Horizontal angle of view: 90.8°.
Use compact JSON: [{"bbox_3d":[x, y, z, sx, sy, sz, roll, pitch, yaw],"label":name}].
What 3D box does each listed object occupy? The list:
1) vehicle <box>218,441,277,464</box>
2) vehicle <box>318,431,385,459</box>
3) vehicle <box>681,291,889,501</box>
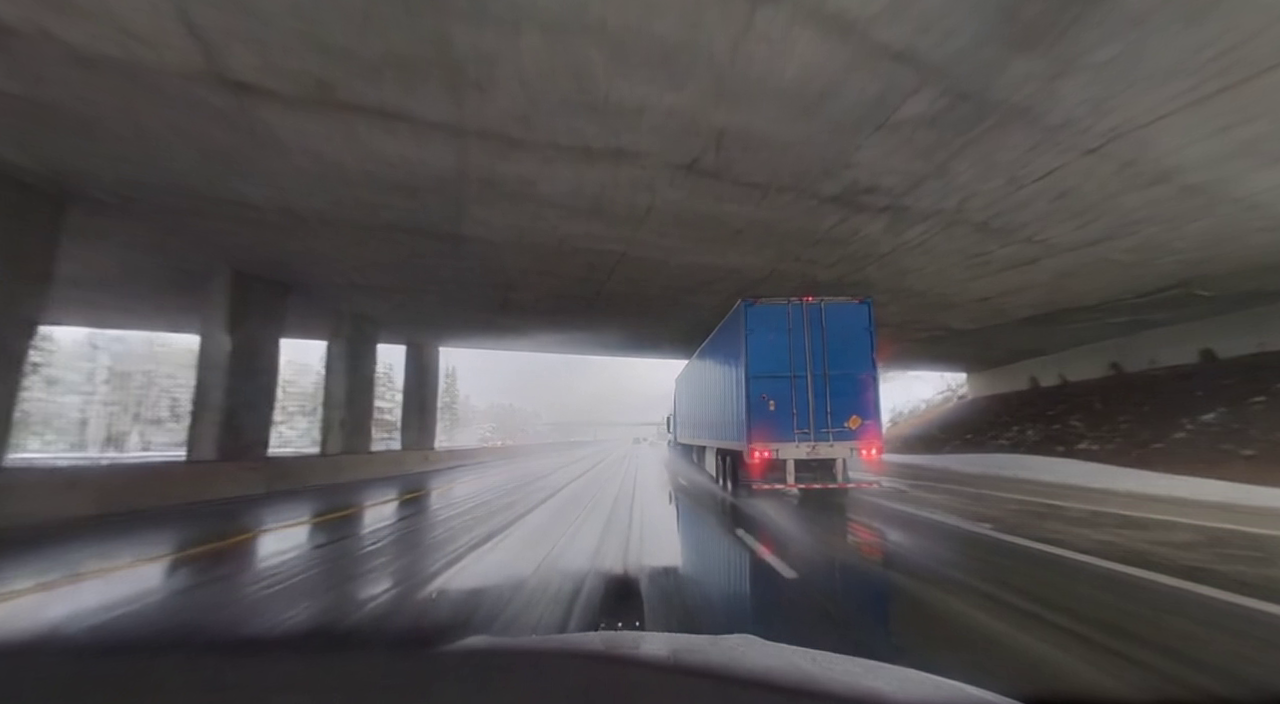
[{"bbox_3d":[-25.838,6.619,41.704,1.556,1.394,3.502,0,-9,0],"label":"vehicle"},{"bbox_3d":[-17.741,5.756,39.065,2.164,1.606,4.065,0,-9,0],"label":"vehicle"},{"bbox_3d":[3.360,2.055,20.662,2.743,4.160,16.408,0,-9,-1],"label":"vehicle"}]
